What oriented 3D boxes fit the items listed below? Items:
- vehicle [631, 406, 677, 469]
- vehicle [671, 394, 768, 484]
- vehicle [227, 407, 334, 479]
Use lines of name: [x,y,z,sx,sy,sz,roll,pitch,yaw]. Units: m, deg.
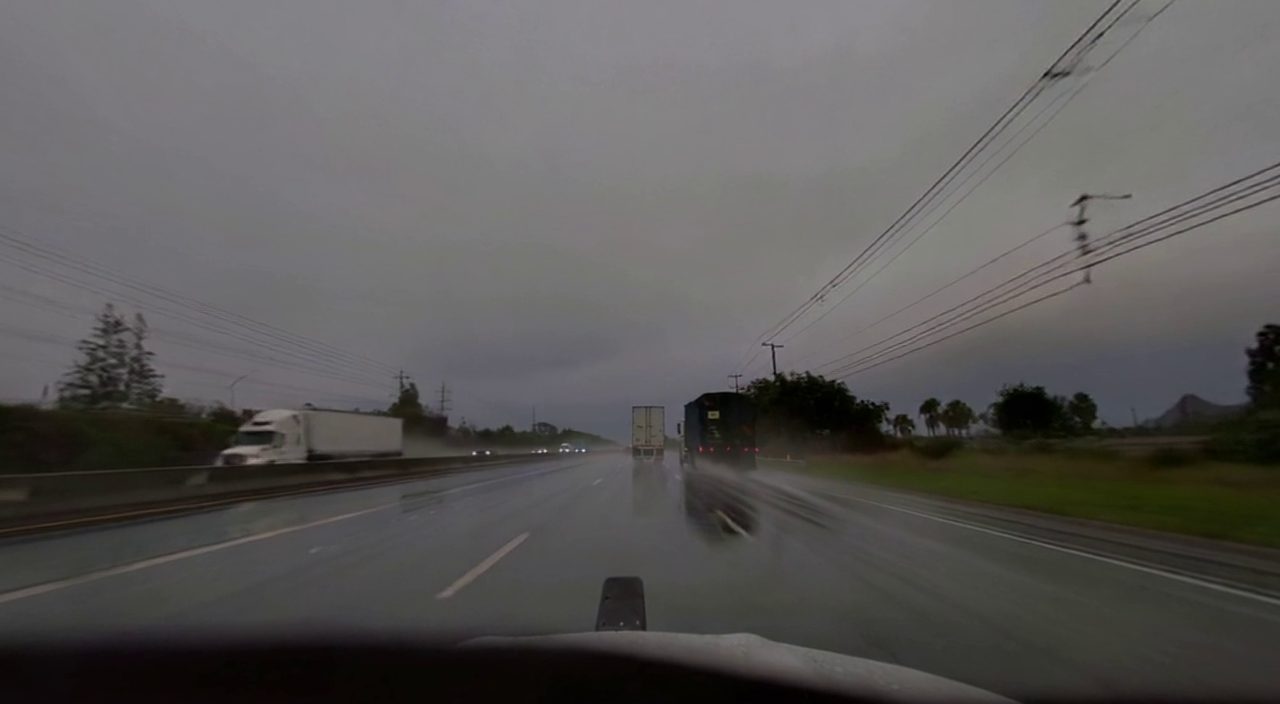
vehicle: [0.790,6.624,47.880,2.997,4.076,13.224,0,-9,-1]
vehicle: [3.197,3.961,28.196,2.938,3.378,8.820,0,-9,-2]
vehicle: [-20.078,5.149,35.611,2.943,3.764,4.981,0,-9,0]
